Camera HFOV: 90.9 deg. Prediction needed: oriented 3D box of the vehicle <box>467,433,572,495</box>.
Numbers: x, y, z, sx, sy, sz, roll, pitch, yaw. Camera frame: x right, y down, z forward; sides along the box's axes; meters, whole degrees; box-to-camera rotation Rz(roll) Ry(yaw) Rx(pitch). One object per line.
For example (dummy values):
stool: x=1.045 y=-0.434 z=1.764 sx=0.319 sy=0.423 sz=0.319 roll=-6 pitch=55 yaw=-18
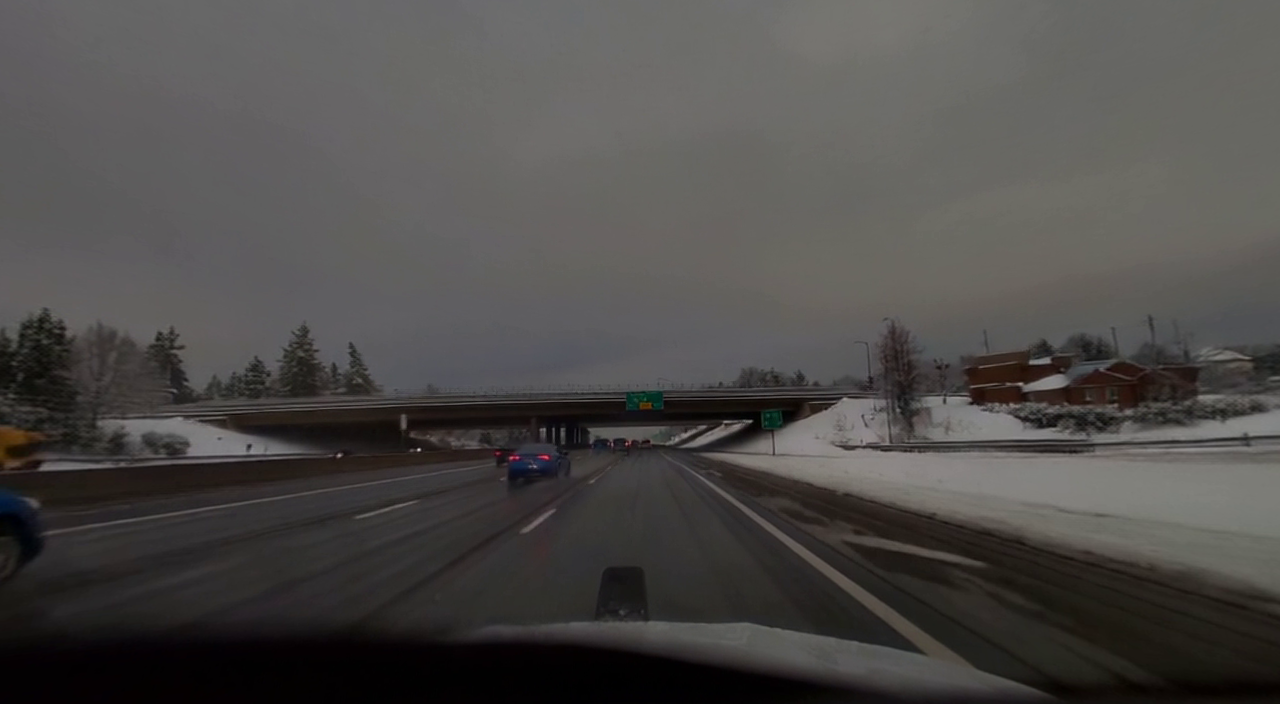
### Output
vehicle: x=-3.463 y=3.327 z=19.153 sx=2.210 sy=1.628 sz=4.586 roll=0 pitch=-9 yaw=1

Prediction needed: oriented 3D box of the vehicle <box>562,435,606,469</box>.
vehicle: x=-3.190 y=5.826 z=36.921 sx=2.080 sy=1.811 sz=4.644 roll=0 pitch=-9 yaw=1
